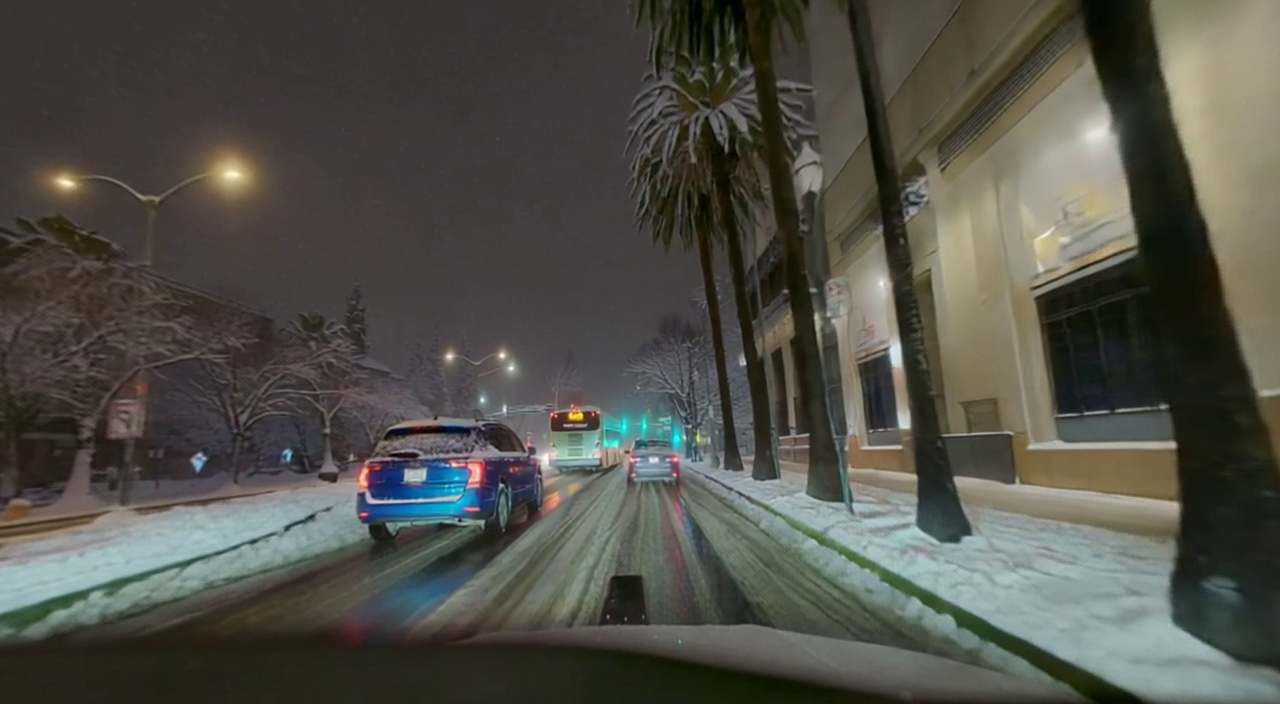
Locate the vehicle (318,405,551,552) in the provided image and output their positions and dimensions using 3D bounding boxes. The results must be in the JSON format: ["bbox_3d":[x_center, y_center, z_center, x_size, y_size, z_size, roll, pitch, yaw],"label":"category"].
[{"bbox_3d":[-2.885,1.909,10.181,2.124,1.799,4.587,0,-8,1],"label":"vehicle"}]

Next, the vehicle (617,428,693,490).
[{"bbox_3d":[0.424,3.273,19.576,2.120,1.727,3.917,0,-8,0],"label":"vehicle"}]

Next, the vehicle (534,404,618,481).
[{"bbox_3d":[-2.685,4.206,29.261,2.775,3.064,8.297,0,-8,2],"label":"vehicle"}]
